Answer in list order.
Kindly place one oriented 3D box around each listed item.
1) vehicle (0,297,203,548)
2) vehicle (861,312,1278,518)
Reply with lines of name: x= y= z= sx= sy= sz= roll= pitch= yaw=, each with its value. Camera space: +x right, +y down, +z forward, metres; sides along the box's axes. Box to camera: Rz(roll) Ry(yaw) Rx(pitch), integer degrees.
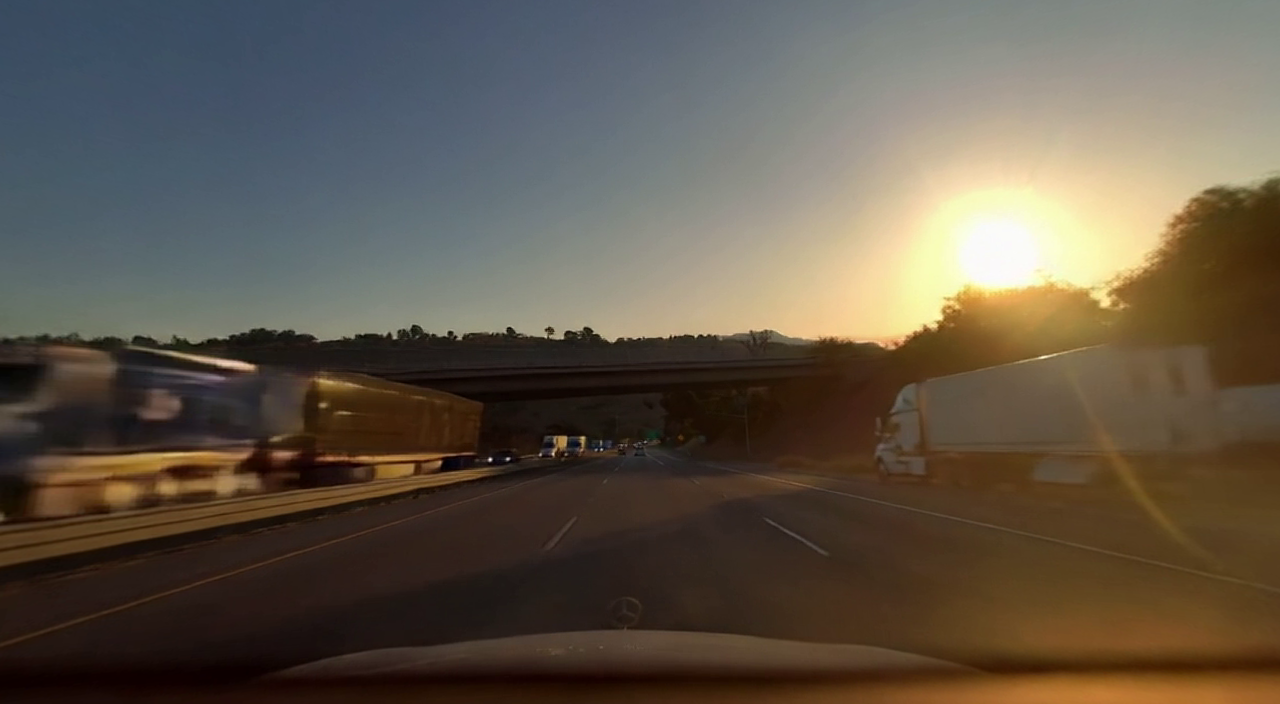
vehicle: x=-11.490 y=0.941 z=8.701 sx=3.029 sy=3.881 sz=10.922 roll=0 pitch=-9 yaw=-1
vehicle: x=10.888 y=2.260 z=19.359 sx=2.911 sy=4.067 sz=13.916 roll=0 pitch=-9 yaw=0
